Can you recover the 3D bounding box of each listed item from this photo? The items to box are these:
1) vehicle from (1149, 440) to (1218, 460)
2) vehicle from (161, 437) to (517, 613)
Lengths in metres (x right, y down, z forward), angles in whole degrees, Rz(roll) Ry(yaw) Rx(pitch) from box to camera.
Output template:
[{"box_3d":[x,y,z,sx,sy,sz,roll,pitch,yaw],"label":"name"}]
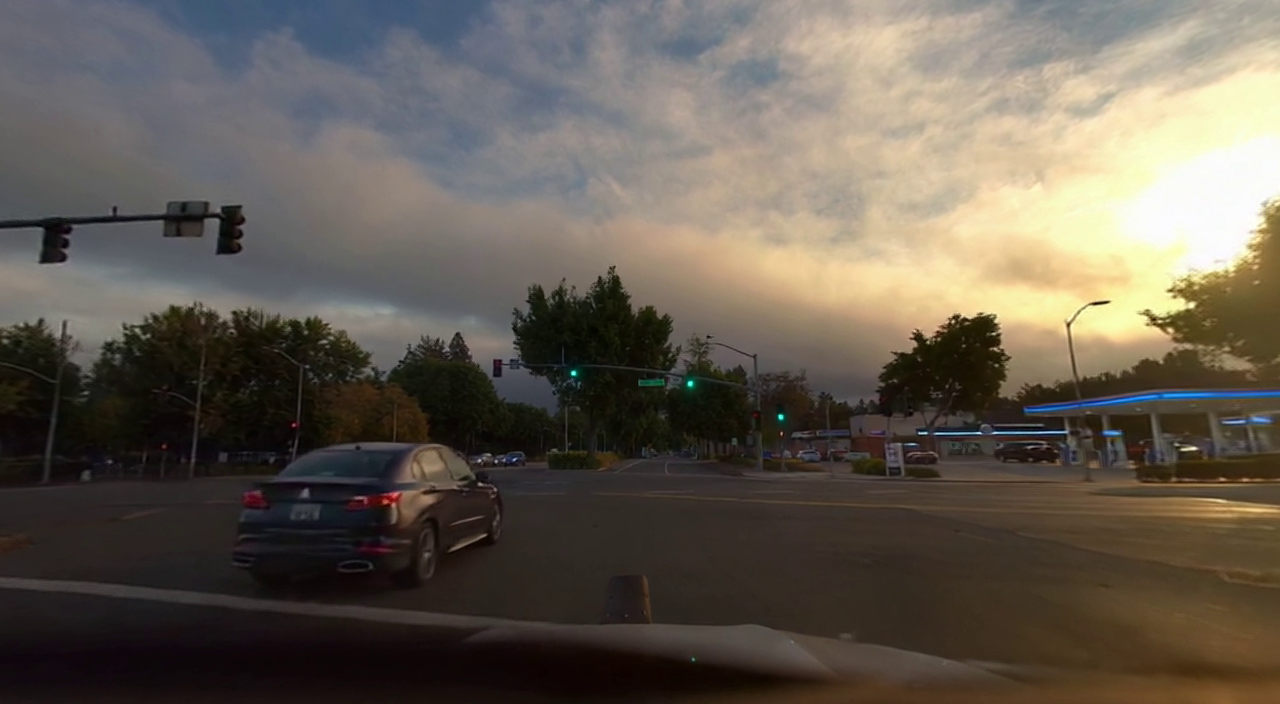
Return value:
[{"box_3d":[40.422,7.327,46.905,3.518,1.433,1.763,1,-9,-5],"label":"vehicle"},{"box_3d":[-3.022,1.821,7.705,2.041,1.483,4.533,0,-9,1],"label":"vehicle"}]
